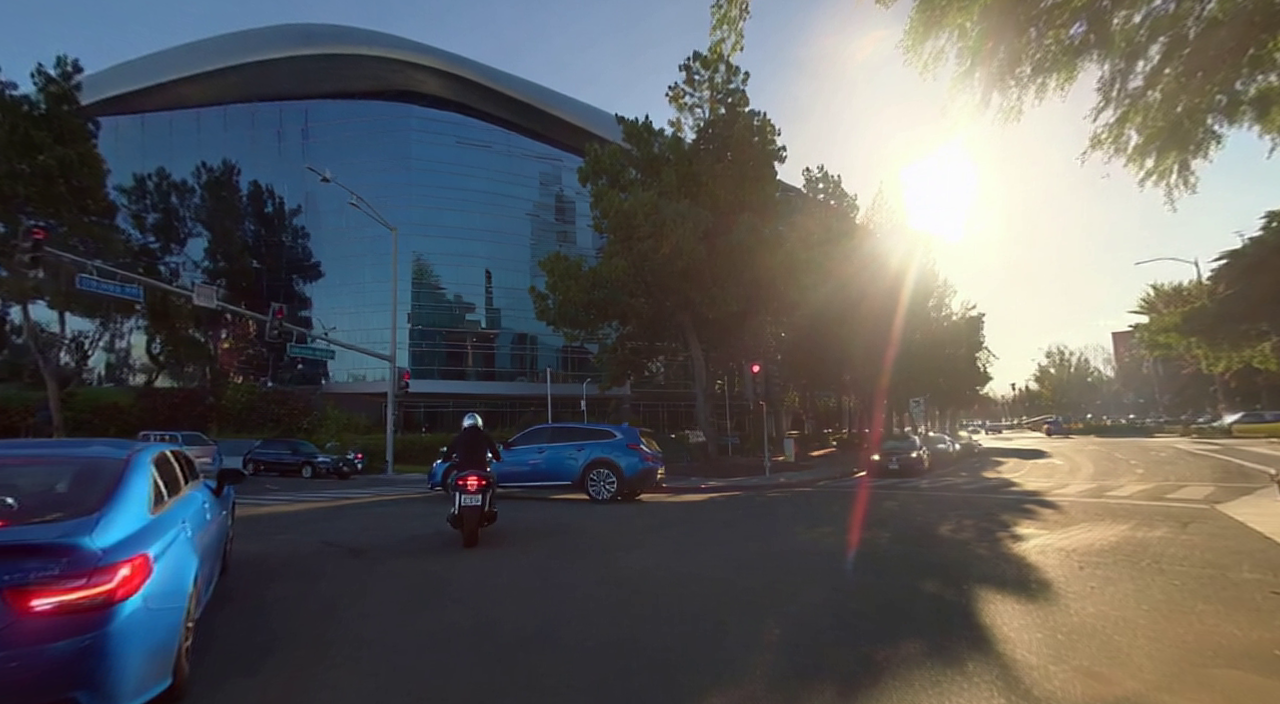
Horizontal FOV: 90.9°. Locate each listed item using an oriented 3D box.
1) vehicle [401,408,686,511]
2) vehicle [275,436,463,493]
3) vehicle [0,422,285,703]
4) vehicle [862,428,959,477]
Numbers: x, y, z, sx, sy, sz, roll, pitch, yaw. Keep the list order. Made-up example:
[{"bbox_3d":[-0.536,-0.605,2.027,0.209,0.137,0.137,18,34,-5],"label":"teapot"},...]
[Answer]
[{"bbox_3d":[-2.132,2.346,14.196,5.833,1.960,2.341,2,-9,-16],"label":"vehicle"},{"bbox_3d":[-7.465,3.119,17.671,4.401,1.480,1.864,-1,-8,2],"label":"vehicle"},{"bbox_3d":[-4.114,1.315,4.689,2.009,1.450,4.182,6,-10,-35],"label":"vehicle"},{"bbox_3d":[10.250,3.732,23.697,2.084,1.656,4.583,-7,-10,38],"label":"vehicle"}]
